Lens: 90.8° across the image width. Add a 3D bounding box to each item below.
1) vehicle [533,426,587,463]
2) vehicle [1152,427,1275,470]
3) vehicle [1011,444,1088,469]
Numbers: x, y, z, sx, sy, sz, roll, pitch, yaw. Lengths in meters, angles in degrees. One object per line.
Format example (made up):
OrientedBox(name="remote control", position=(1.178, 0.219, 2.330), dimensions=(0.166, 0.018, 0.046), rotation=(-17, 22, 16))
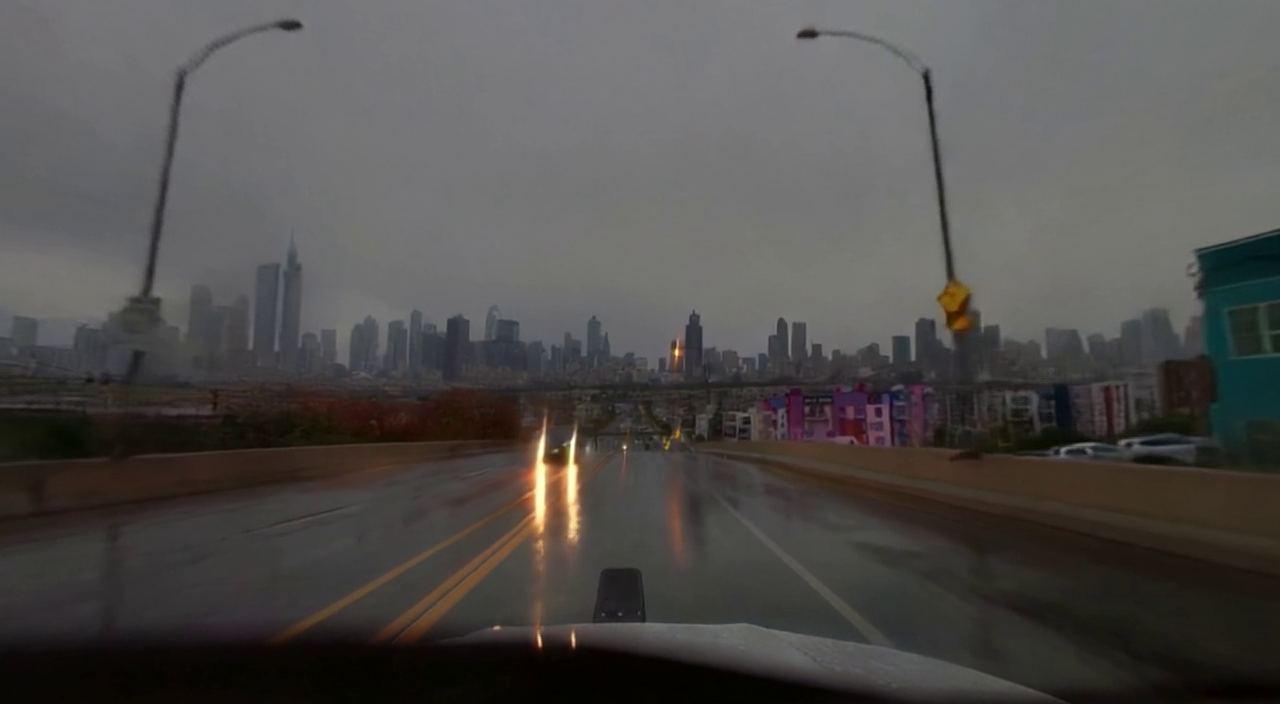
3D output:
OrientedBox(name="vehicle", position=(-3.980, 4.720, 32.168), dimensions=(2.096, 1.743, 4.420), rotation=(0, -8, 1))
OrientedBox(name="vehicle", position=(26.944, 4.583, 29.825), dimensions=(3.629, 1.565, 1.997), rotation=(2, -17, 5))
OrientedBox(name="vehicle", position=(27.585, 7.074, 42.667), dimensions=(3.924, 1.457, 1.716), rotation=(2, -15, -2))
